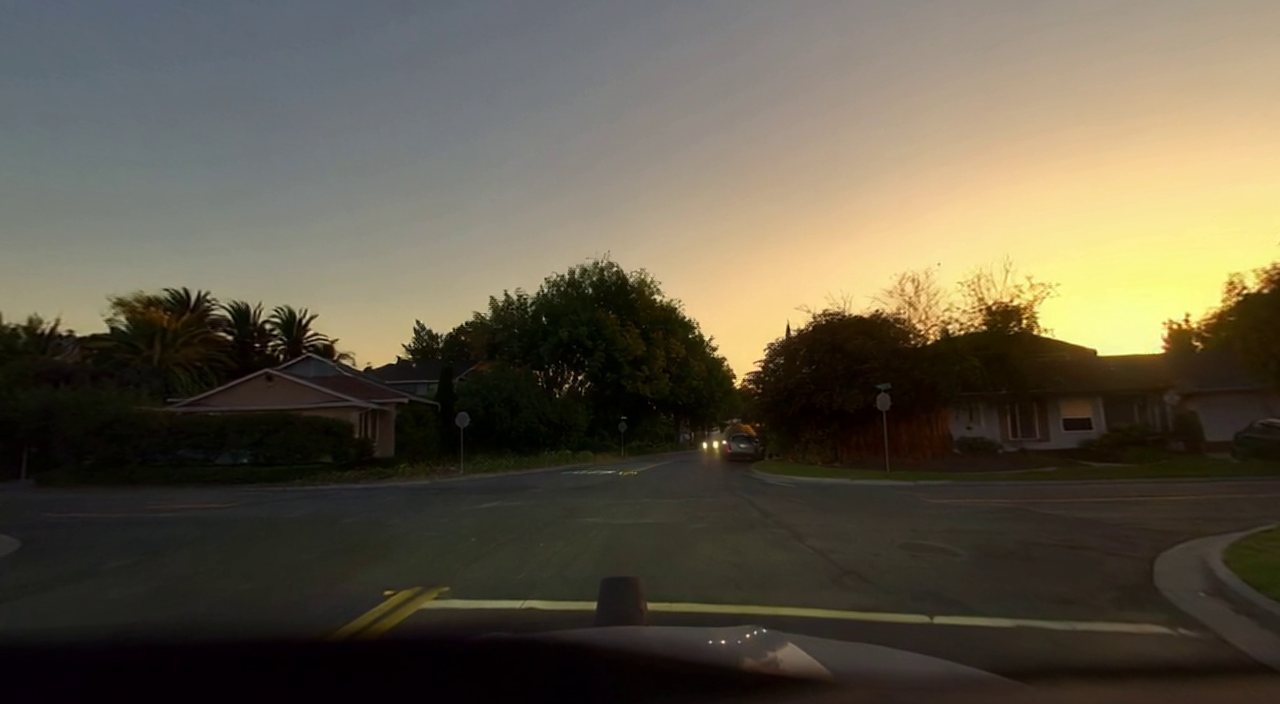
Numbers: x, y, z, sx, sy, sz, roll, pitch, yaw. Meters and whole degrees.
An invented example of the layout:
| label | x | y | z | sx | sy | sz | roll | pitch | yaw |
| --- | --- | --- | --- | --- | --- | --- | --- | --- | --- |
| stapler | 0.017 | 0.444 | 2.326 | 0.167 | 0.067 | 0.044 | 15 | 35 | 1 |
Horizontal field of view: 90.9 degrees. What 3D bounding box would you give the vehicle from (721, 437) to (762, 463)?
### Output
| label | x | y | z | sx | sy | sz | roll | pitch | yaw |
| --- | --- | --- | --- | --- | --- | --- | --- | --- | --- |
| vehicle | 8.083 | 7.712 | 49.736 | 2.258 | 1.947 | 4.762 | -3 | -9 | 20 |
